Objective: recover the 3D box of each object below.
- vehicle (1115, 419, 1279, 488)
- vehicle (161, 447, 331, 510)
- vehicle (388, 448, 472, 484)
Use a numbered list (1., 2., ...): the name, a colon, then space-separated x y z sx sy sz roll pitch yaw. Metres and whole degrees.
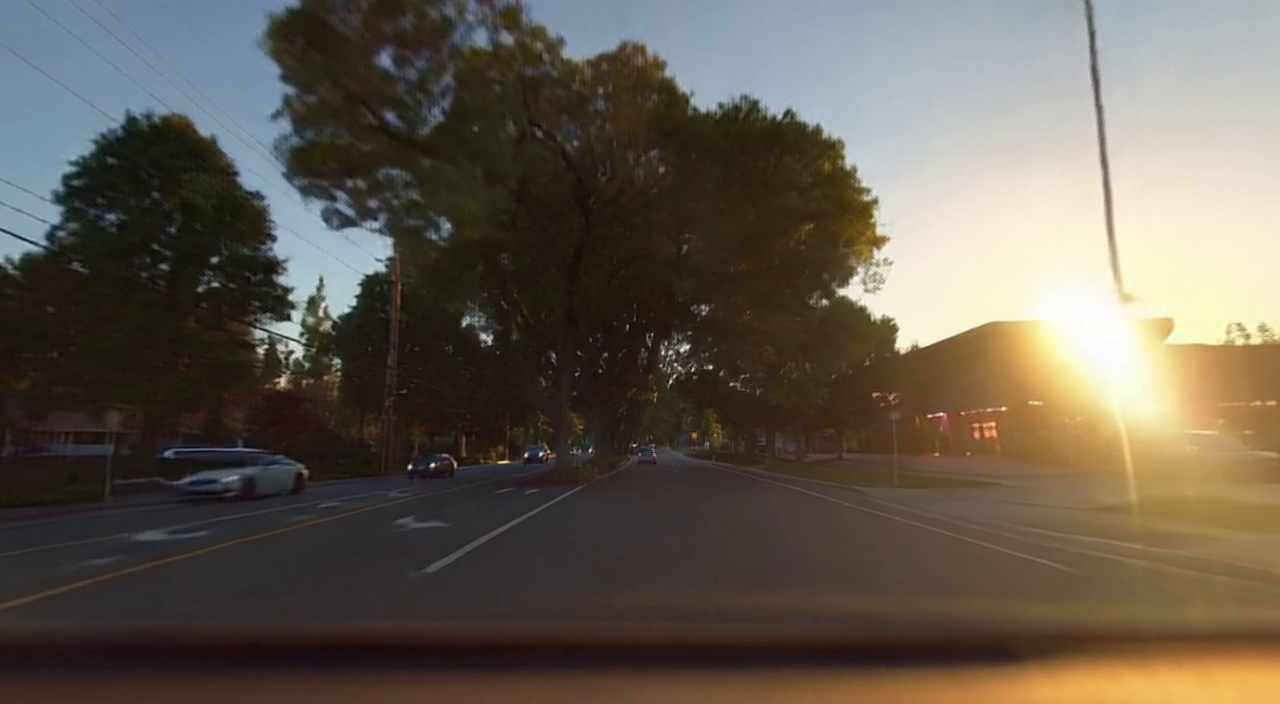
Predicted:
1. vehicle: 17.092 2.978 18.653 2.021 1.753 4.941 0 -9 -3
2. vehicle: -10.886 3.475 17.885 1.873 1.516 4.339 0 -8 3
3. vehicle: -9.719 5.305 29.722 2.084 1.517 5.096 0 -8 2
